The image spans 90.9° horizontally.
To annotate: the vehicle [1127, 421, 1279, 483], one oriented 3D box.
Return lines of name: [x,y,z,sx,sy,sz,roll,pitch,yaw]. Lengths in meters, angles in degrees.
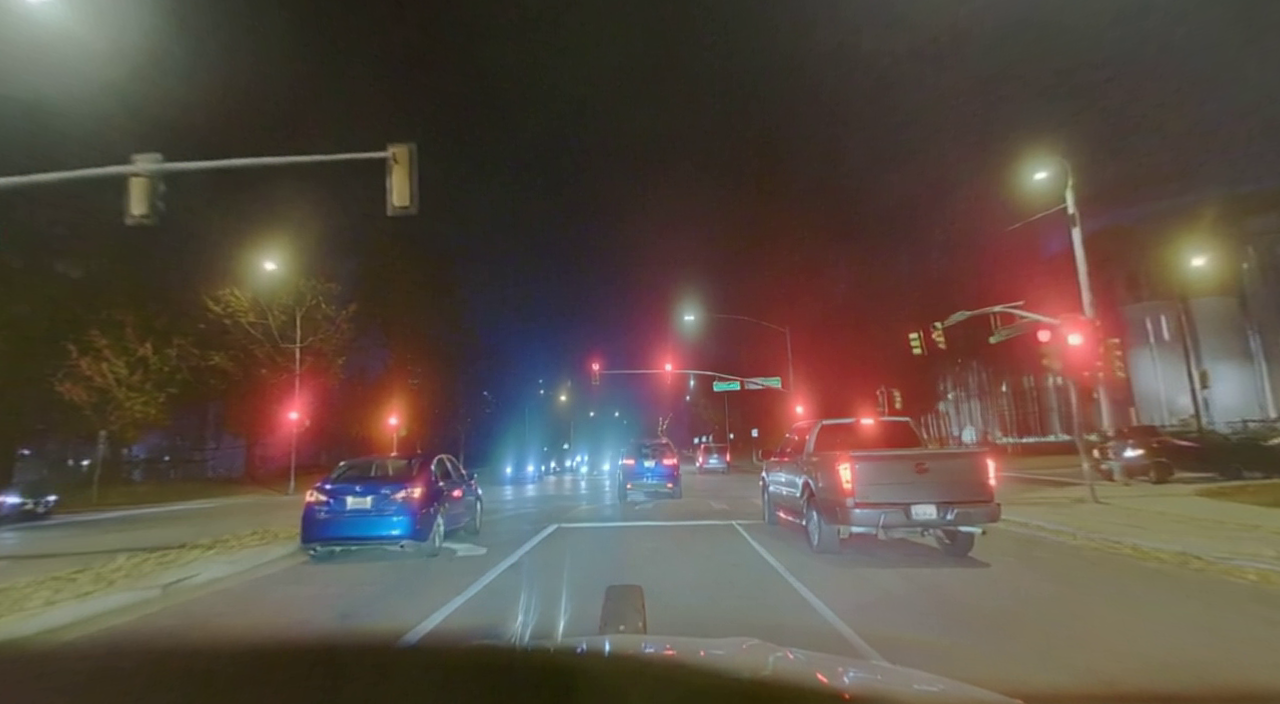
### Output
vehicle: [19.860,3.378,21.658,4.437,1.863,2.068,-2,-6,1]

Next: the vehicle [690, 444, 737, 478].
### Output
vehicle: [4.556,6.880,40.242,2.408,1.908,5.355,0,-8,1]

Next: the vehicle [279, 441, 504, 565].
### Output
vehicle: [-3.586,2.208,10.235,1.909,1.476,4.751,0,-8,-3]

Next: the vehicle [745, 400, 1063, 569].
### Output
vehicle: [3.422,1.884,10.008,2.571,1.857,5.841,0,-8,1]

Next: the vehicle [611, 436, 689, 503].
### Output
vehicle: [0.317,3.441,18.963,2.113,1.768,3.901,-1,-8,2]

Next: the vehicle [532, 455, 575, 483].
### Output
vehicle: [-5.187,7.084,38.383,1.882,1.342,3.755,-5,-8,2]
